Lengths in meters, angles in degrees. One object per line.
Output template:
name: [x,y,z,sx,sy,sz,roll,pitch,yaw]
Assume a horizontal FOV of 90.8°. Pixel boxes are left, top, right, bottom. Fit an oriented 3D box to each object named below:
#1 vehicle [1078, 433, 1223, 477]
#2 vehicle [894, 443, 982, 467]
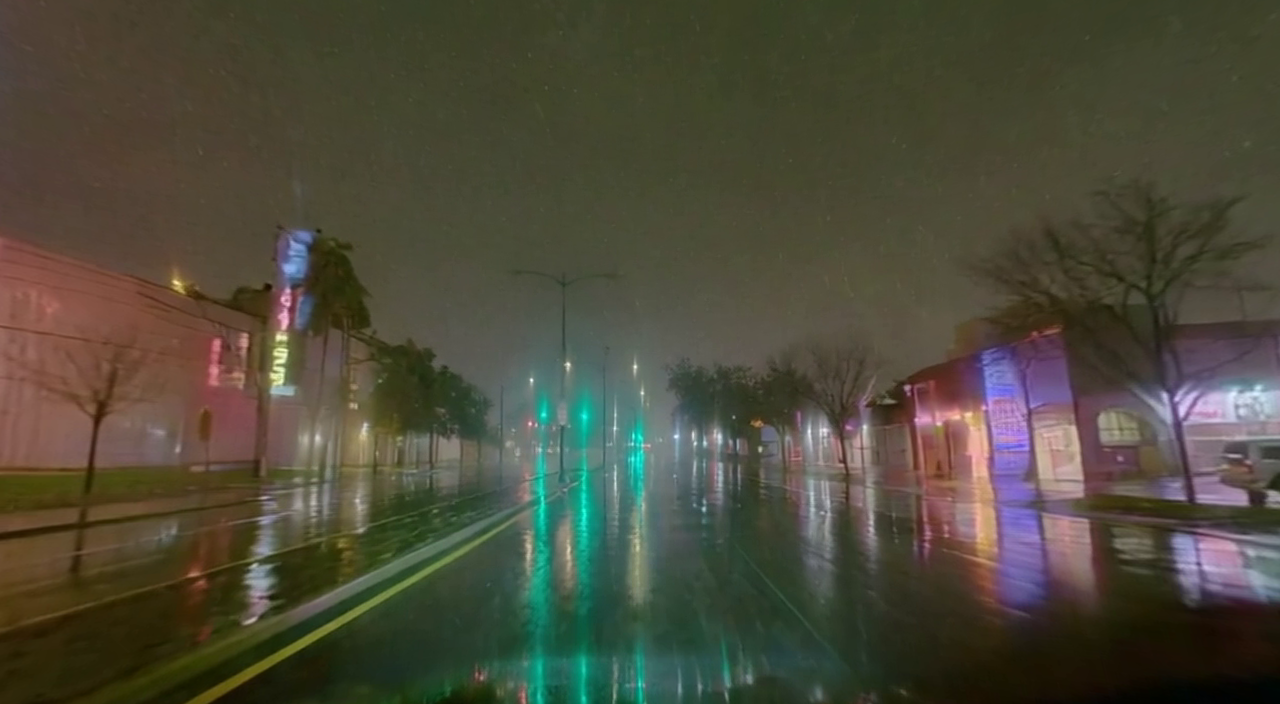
vehicle: [21.194,4.280,26.346,4.376,1.575,1.981,-1,-9,-5]
vehicle: [20.404,7.068,43.412,4.937,1.573,2.068,0,-8,0]
